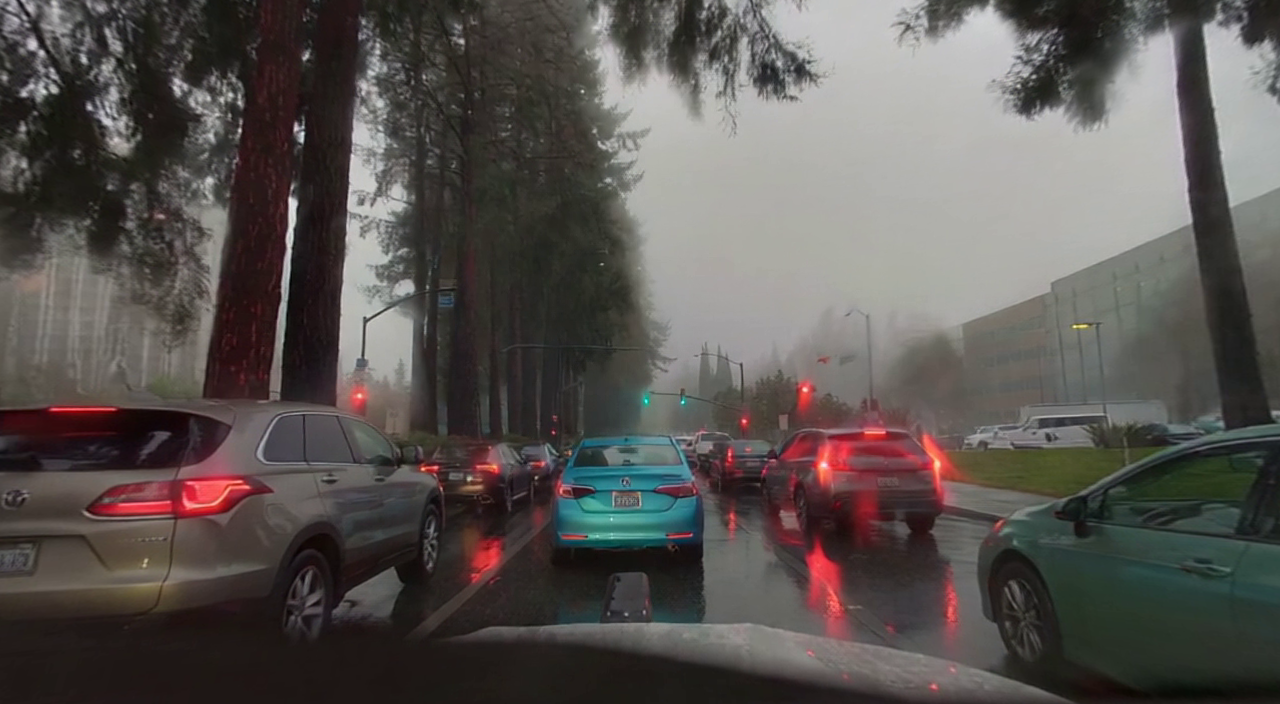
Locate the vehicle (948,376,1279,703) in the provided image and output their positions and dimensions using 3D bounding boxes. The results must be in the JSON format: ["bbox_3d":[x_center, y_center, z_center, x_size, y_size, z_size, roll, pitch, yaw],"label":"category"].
[{"bbox_3d":[3.329,0.961,2.831,1.899,1.588,3.888,0,-9,0],"label":"vehicle"}]

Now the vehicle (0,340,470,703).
[{"bbox_3d":[-3.143,1.163,5.059,2.168,1.750,4.625,-1,-9,1],"label":"vehicle"}]

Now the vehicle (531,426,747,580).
[{"bbox_3d":[-0.037,1.802,8.318,2.147,1.507,3.953,0,-8,-1],"label":"vehicle"}]

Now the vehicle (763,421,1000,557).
[{"bbox_3d":[3.413,2.019,10.023,2.040,1.647,4.379,0,-9,0],"label":"vehicle"}]
